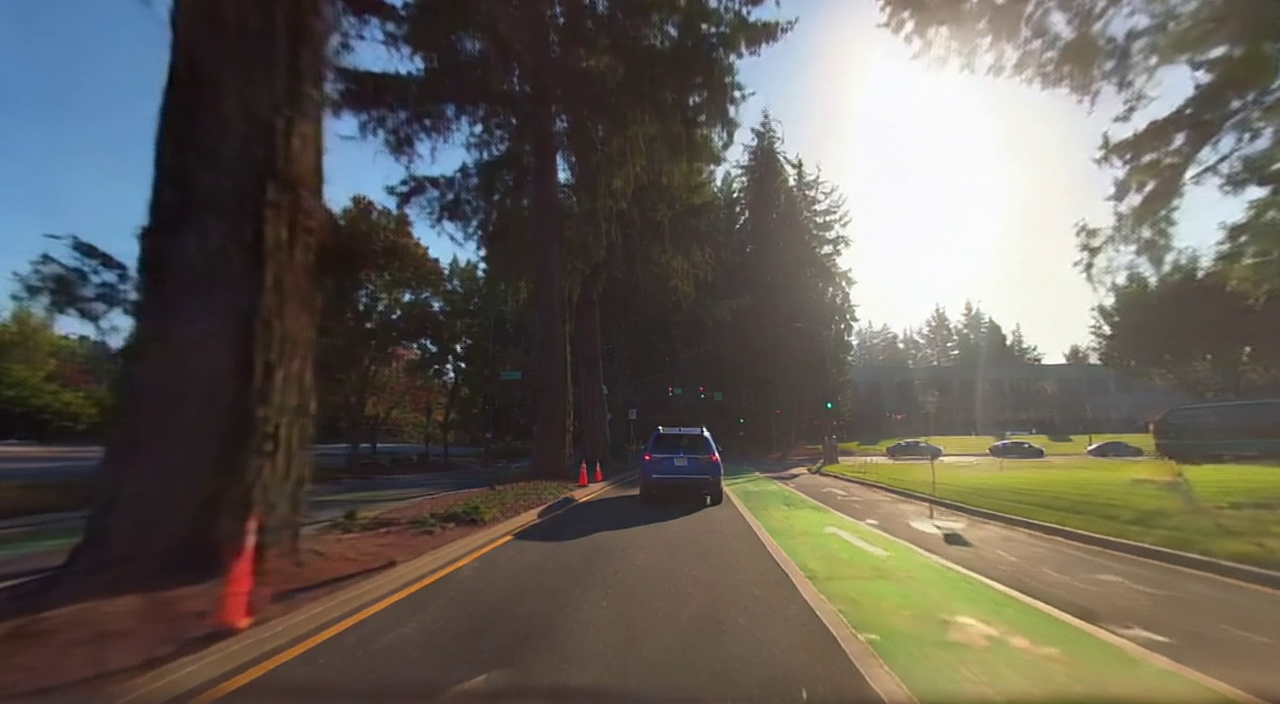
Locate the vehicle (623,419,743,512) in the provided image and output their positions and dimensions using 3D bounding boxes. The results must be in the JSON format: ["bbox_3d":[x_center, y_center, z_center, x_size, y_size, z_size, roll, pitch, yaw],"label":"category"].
[{"bbox_3d":[0.978,2.540,14.663,2.339,1.790,4.629,0,-8,4],"label":"vehicle"}]
